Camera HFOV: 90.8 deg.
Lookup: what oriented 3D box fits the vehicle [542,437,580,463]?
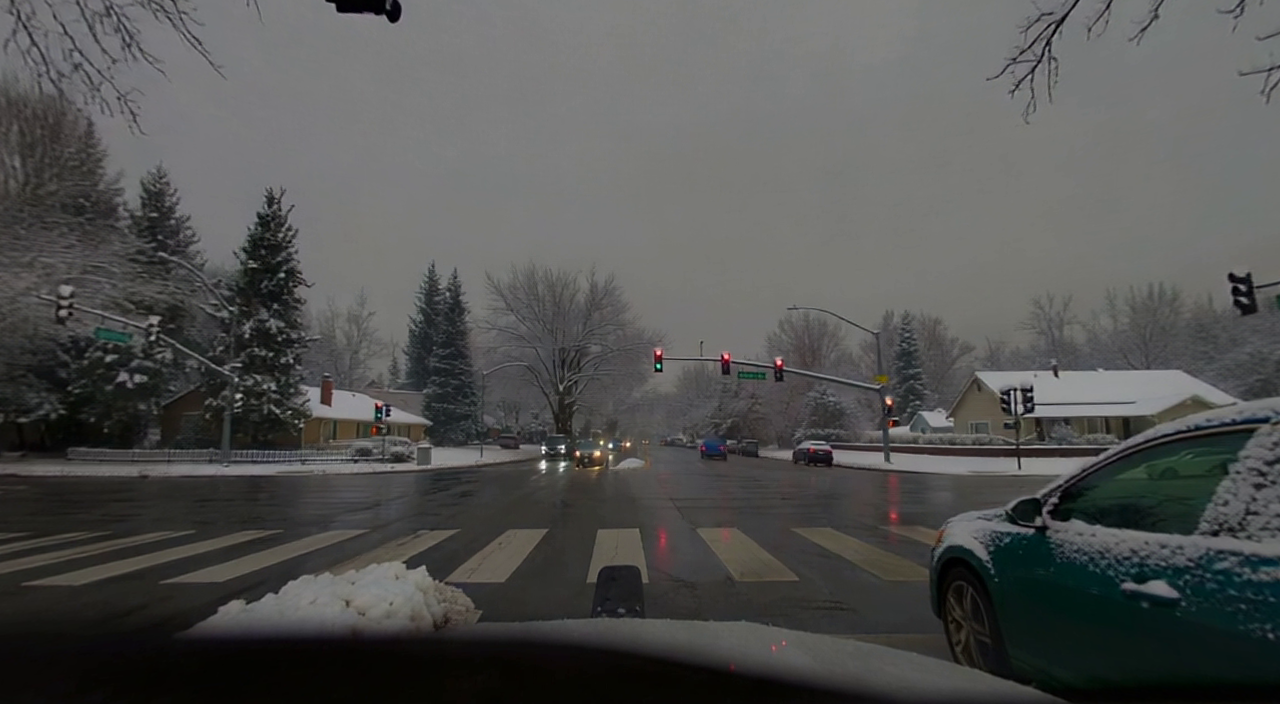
[{"bbox_3d":[-5.533,6.917,44.545,2.091,1.707,4.157,0,-9,1],"label":"vehicle"}]

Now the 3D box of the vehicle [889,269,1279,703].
[{"bbox_3d":[2.709,0.708,1.724,2.085,1.800,4.908,0,-9,1],"label":"vehicle"}]

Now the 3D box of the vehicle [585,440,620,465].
[{"bbox_3d":[-2.393,6.603,41.620,2.046,1.491,4.118,0,-9,0],"label":"vehicle"}]

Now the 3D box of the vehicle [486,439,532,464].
[{"bbox_3d":[-8.947,6.861,43.632,2.028,1.654,5.027,0,-9,1],"label":"vehicle"}]

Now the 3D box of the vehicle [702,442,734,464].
[{"bbox_3d":[5.842,7.475,46.976,2.104,1.518,4.999,-1,-9,10],"label":"vehicle"}]
